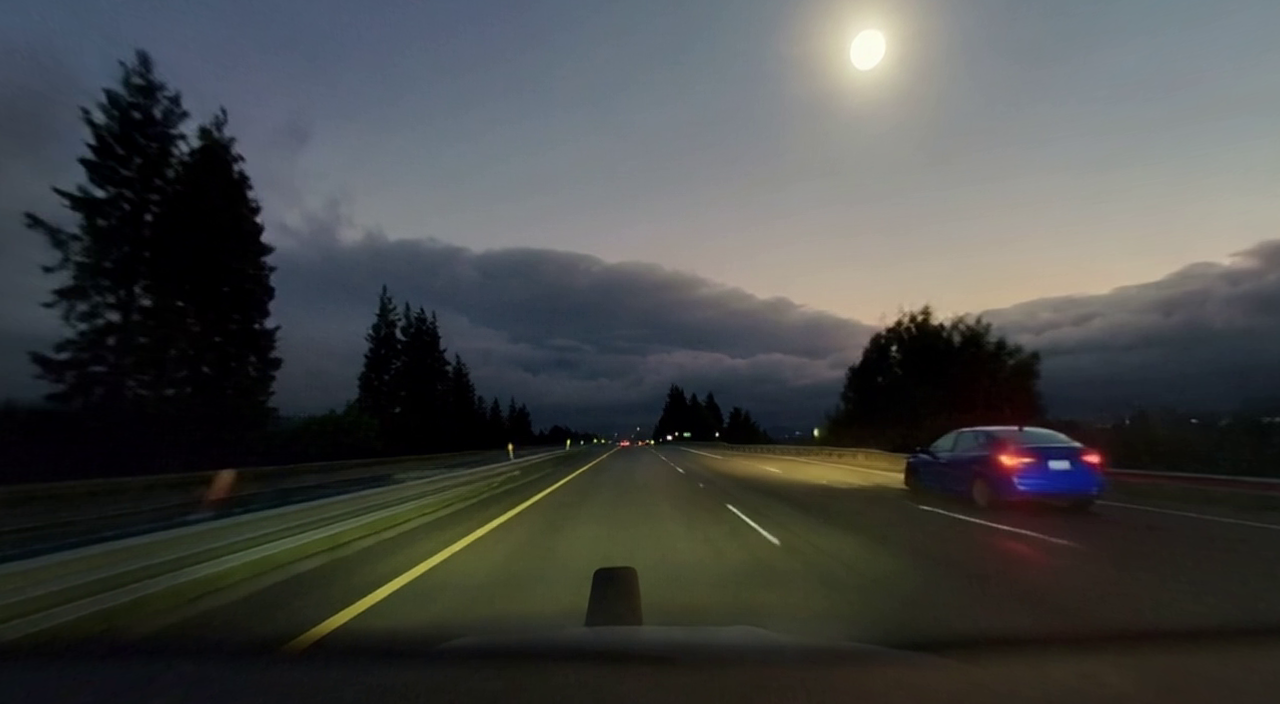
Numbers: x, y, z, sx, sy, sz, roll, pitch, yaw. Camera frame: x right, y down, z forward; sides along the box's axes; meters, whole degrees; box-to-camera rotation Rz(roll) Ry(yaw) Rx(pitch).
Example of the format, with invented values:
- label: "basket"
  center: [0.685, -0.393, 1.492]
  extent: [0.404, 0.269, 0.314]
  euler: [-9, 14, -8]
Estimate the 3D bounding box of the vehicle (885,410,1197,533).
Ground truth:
- label: "vehicle"
  center: [6.627, 2.015, 11.359]
  extent: [2.273, 1.698, 4.863]
  euler: [0, -8, -2]
